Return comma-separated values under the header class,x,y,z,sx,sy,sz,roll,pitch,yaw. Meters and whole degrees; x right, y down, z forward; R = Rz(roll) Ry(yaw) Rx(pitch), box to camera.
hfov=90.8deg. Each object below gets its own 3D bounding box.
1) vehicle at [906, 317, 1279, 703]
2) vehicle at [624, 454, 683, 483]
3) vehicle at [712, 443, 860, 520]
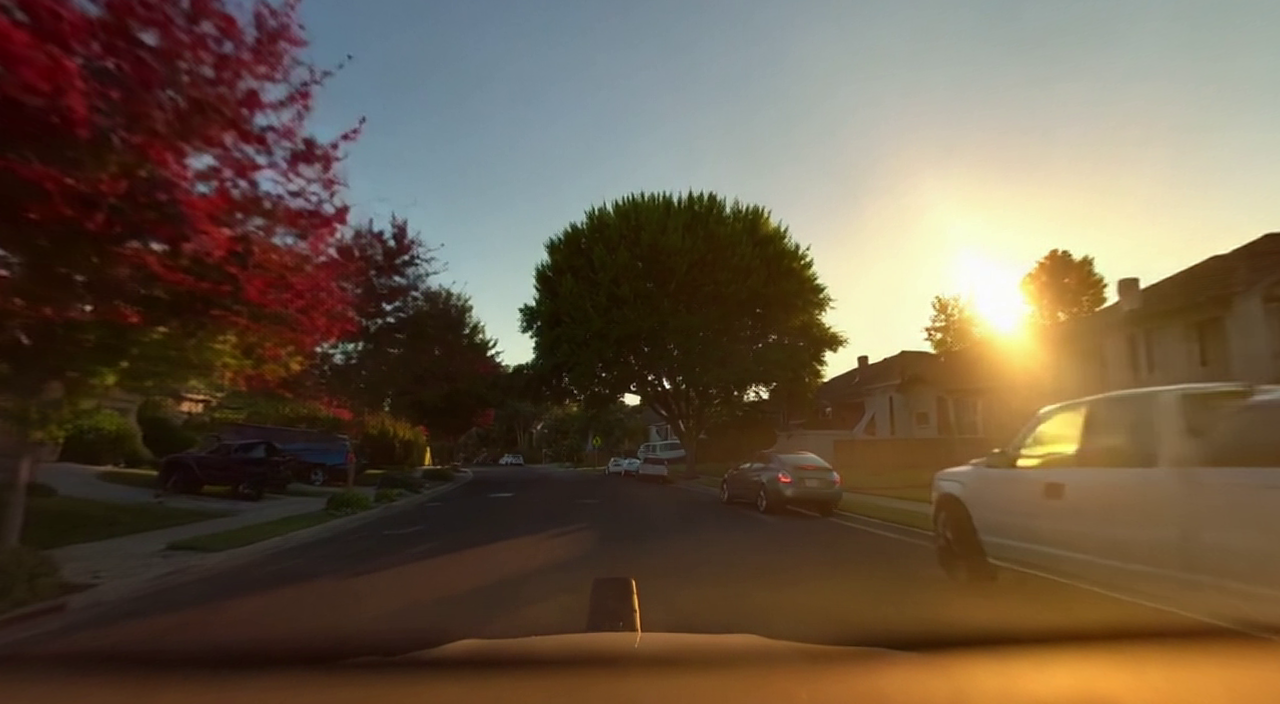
class,x,y,z,sx,sy,sz,roll,pitch,yaw
vehicle,4.900,1.109,4.765,2.788,2.227,6.194,0,-9,-3
vehicle,0.718,6.746,37.004,2.193,1.504,4.576,2,-9,-16
vehicle,3.772,3.441,17.522,2.111,1.771,4.942,1,-9,-11
